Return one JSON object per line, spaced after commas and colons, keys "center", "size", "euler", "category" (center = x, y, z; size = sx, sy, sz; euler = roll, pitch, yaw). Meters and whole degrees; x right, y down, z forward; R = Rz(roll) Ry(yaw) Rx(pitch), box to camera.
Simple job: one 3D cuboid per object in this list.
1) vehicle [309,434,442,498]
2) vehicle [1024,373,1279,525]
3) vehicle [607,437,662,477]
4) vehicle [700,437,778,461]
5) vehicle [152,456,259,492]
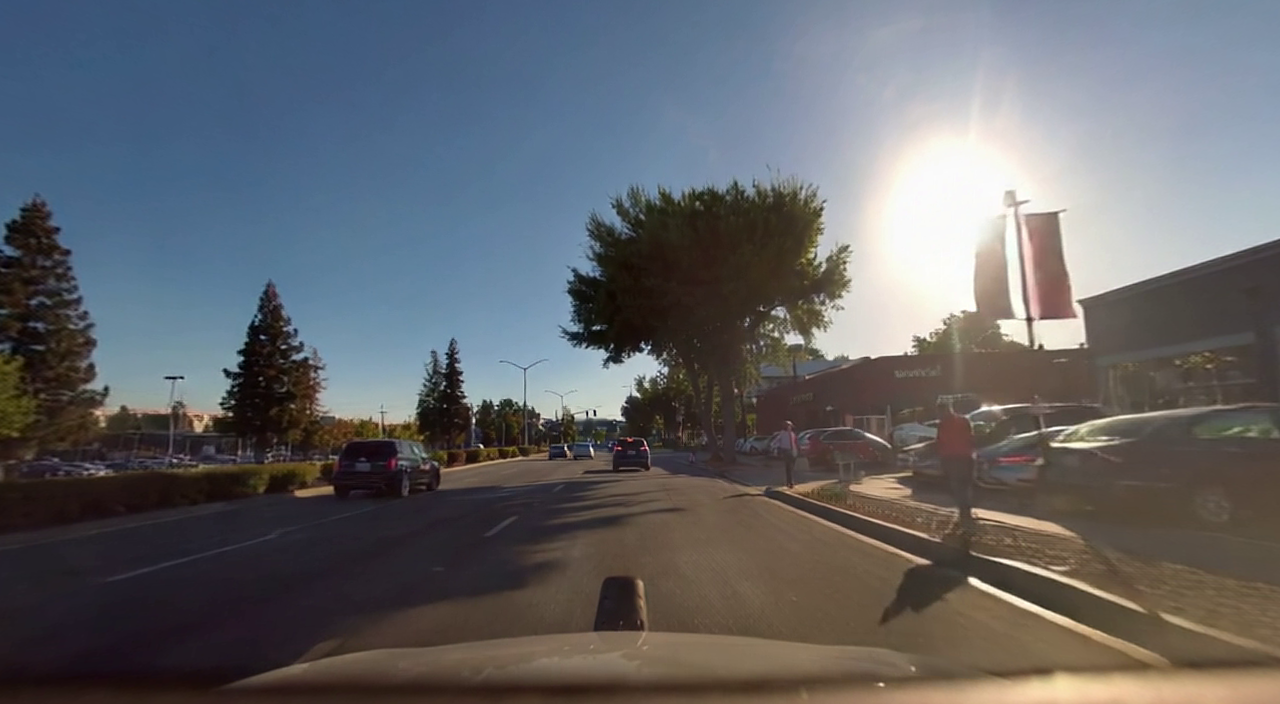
{"center": [-7.714, 3.360, 19.039], "size": [2.038, 1.649, 4.665], "euler": [0, -8, -1], "category": "vehicle"}
{"center": [8.918, 1.179, 8.786], "size": [5.463, 1.722, 2.341], "euler": [-7, -9, 13], "category": "vehicle"}
{"center": [-0.255, 4.205, 25.509], "size": [2.061, 1.469, 3.954], "euler": [0, -8, -2], "category": "vehicle"}
{"center": [6.416, 6.336, 41.191], "size": [4.619, 1.523, 1.873], "euler": [1, -8, -7], "category": "vehicle"}
{"center": [-20.256, 5.677, 29.701], "size": [1.963, 1.456, 4.339], "euler": [0, -9, 0], "category": "vehicle"}
